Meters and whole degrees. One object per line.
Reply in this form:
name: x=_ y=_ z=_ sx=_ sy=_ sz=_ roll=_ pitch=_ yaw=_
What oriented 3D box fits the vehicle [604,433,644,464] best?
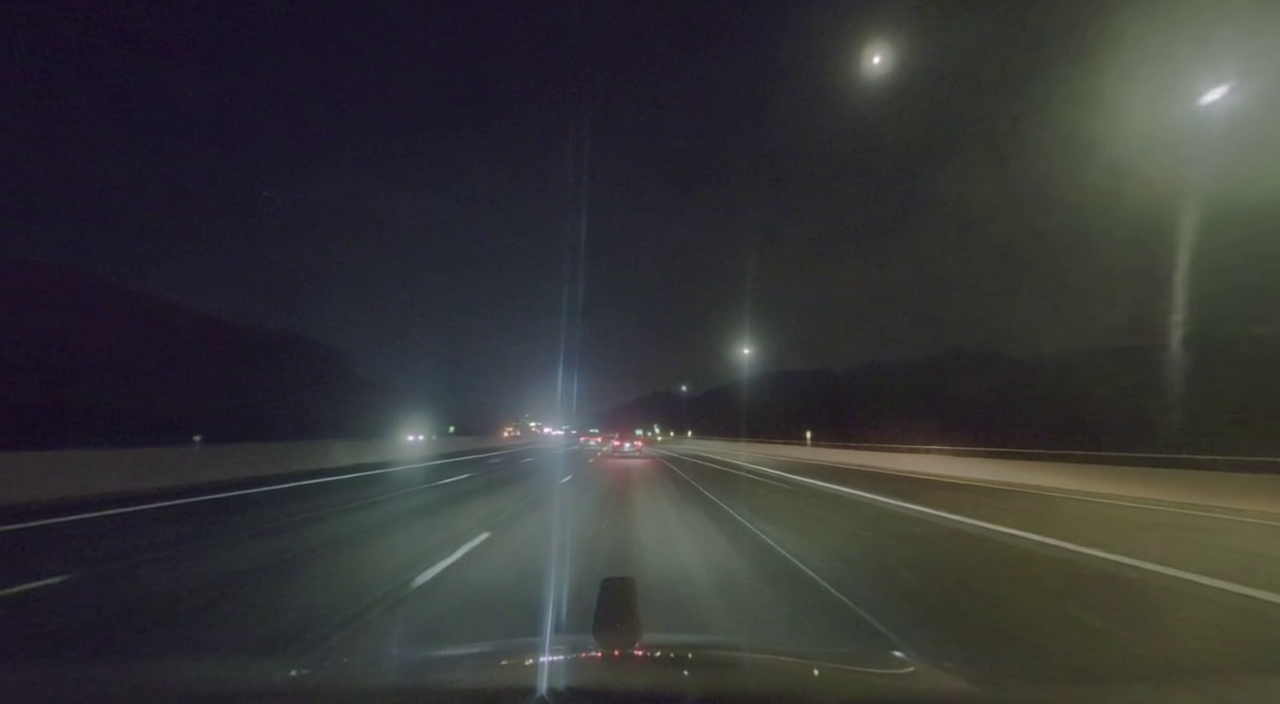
vehicle: x=-0.854 y=4.989 z=32.791 sx=1.948 sy=1.470 sz=3.913 roll=0 pitch=-8 yaw=-2
